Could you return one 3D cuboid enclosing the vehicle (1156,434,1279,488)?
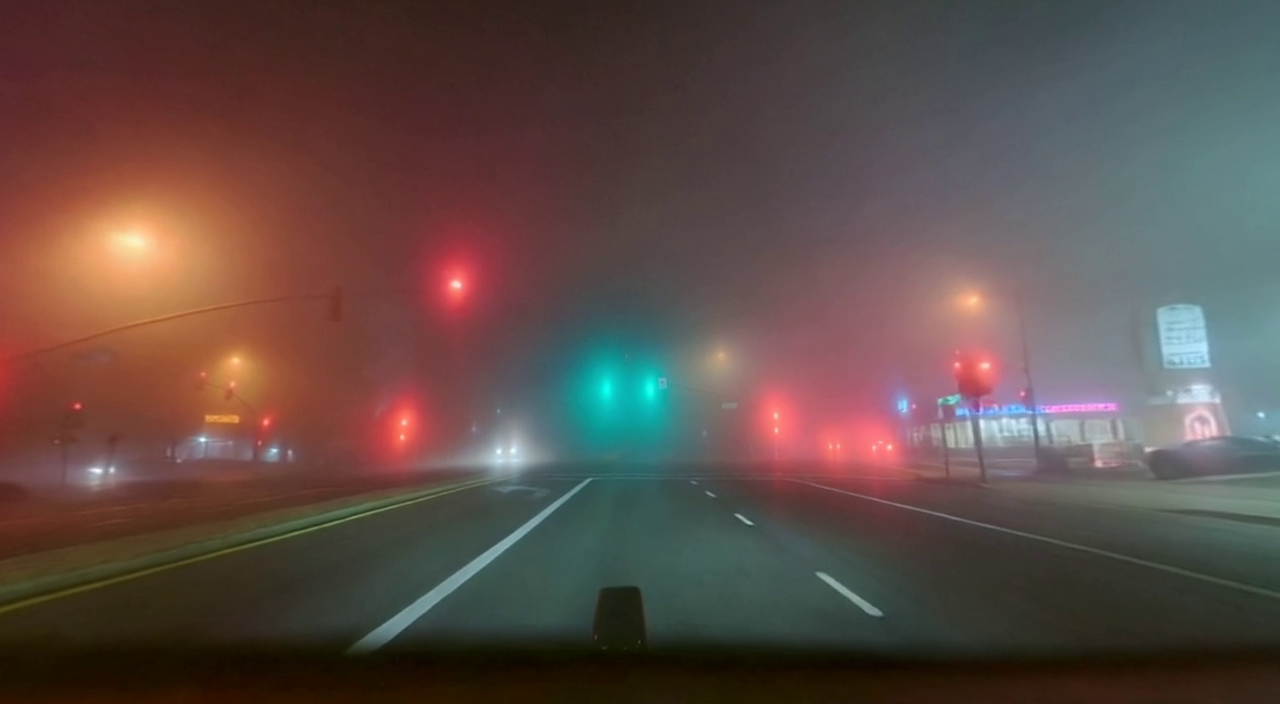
[{"bbox_3d":[18.831,3.281,19.258,4.545,1.511,1.935,0,-9,-3],"label":"vehicle"}]
